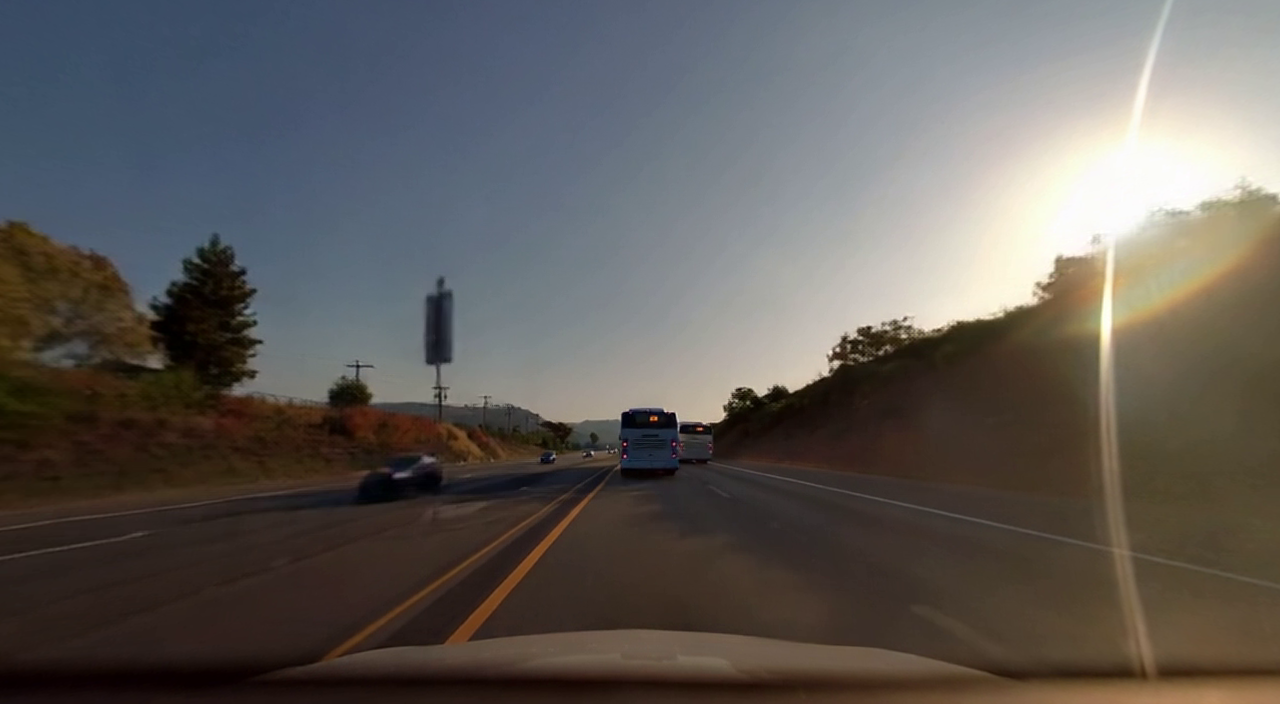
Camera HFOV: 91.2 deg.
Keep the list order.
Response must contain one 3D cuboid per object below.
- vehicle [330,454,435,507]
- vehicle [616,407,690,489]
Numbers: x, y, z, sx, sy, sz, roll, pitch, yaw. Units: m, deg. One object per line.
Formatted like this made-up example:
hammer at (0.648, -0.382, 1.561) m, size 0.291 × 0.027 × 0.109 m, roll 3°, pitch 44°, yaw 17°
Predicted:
vehicle at (-8.579, 4.275, 21.301) m, size 1.867 × 1.536 × 3.985 m, roll -1°, pitch -9°, yaw 0°
vehicle at (0.369, 3.613, 23.680) m, size 2.414 × 2.675 × 5.574 m, roll 0°, pitch -9°, yaw -1°
